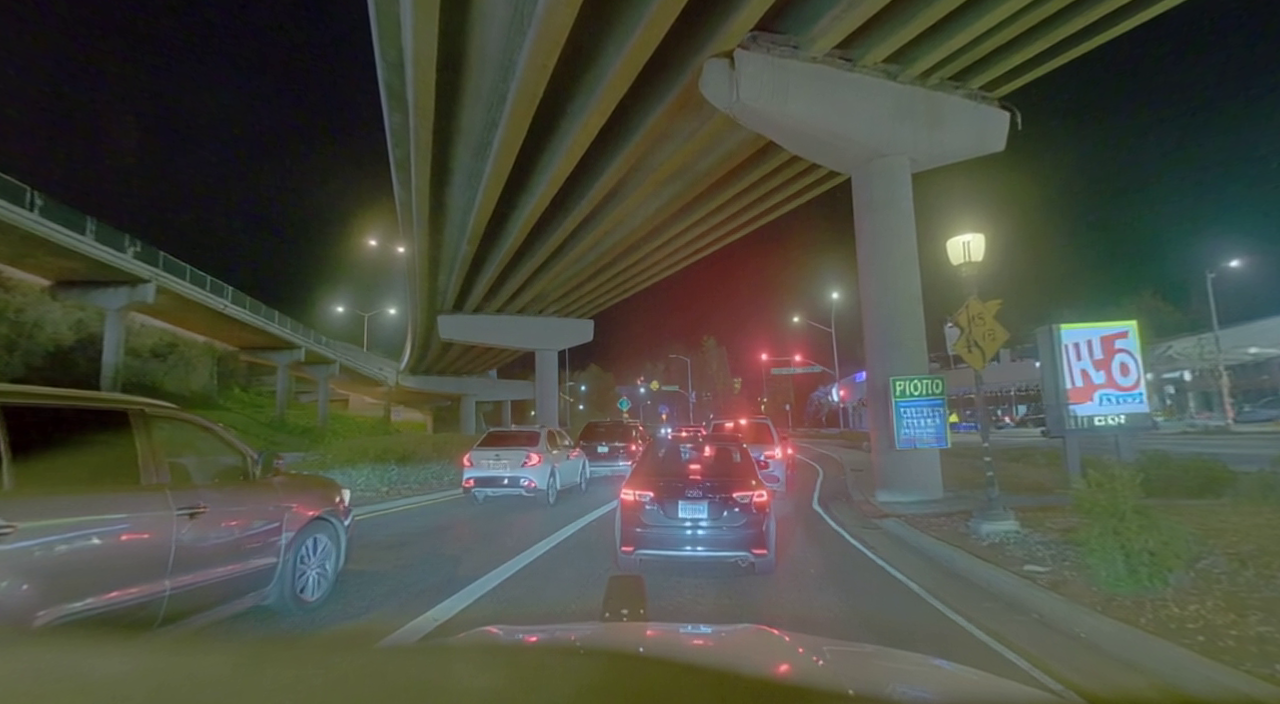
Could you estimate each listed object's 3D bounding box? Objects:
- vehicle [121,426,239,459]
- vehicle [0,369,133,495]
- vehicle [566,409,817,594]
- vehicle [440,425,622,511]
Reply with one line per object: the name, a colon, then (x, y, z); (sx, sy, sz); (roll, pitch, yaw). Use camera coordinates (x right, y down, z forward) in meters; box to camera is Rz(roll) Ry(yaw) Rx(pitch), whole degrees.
vehicle: (-28.994, 5.738, 39.952); (5.457, 2.021, 2.213); (2, -9, -13)
vehicle: (-24.317, 2.770, 19.603); (13.064, 3.755, 3.269); (-1, -8, -13)
vehicle: (0.760, 1.624, 7.767); (2.195, 1.571, 4.353); (-2, -8, 9)
vehicle: (-2.086, 2.453, 13.834); (2.214, 1.519, 4.704); (-2, -9, 13)
